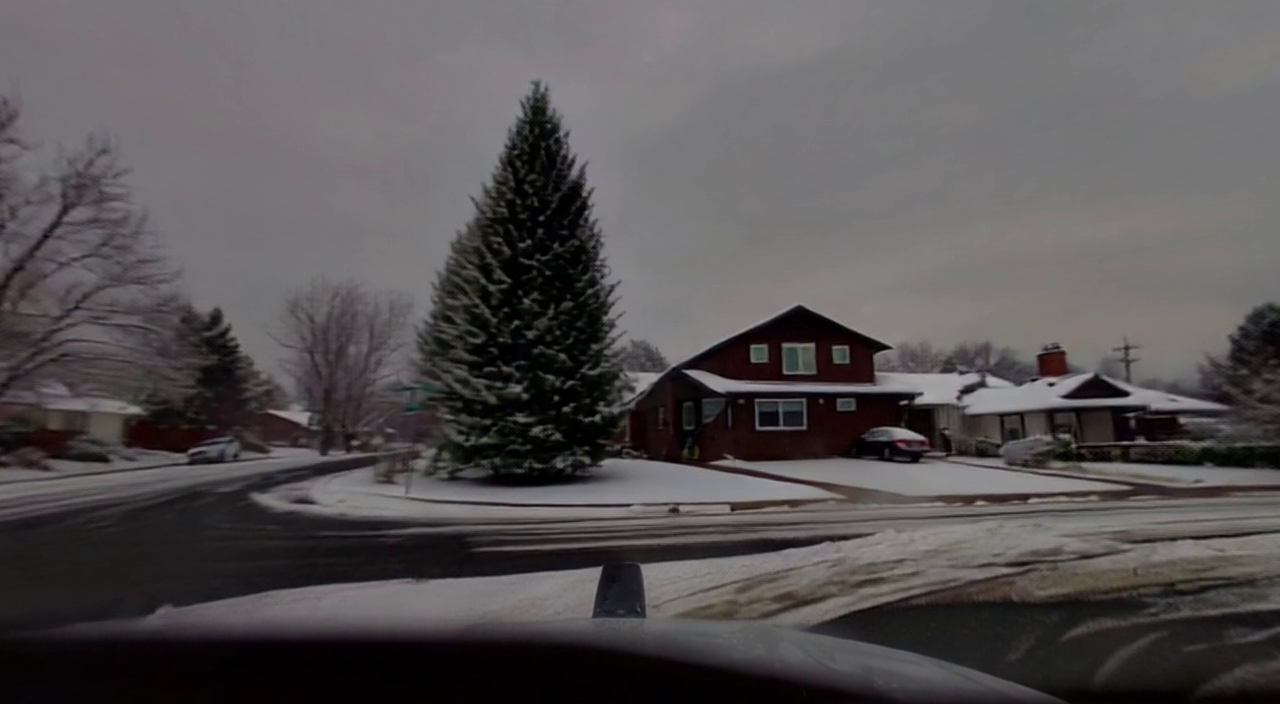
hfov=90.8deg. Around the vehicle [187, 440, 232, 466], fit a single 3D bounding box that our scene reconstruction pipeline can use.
[{"bbox_3d":[-33.366,7.767,48.863,2.434,1.889,5.594,7,-10,-37],"label":"vehicle"}]
